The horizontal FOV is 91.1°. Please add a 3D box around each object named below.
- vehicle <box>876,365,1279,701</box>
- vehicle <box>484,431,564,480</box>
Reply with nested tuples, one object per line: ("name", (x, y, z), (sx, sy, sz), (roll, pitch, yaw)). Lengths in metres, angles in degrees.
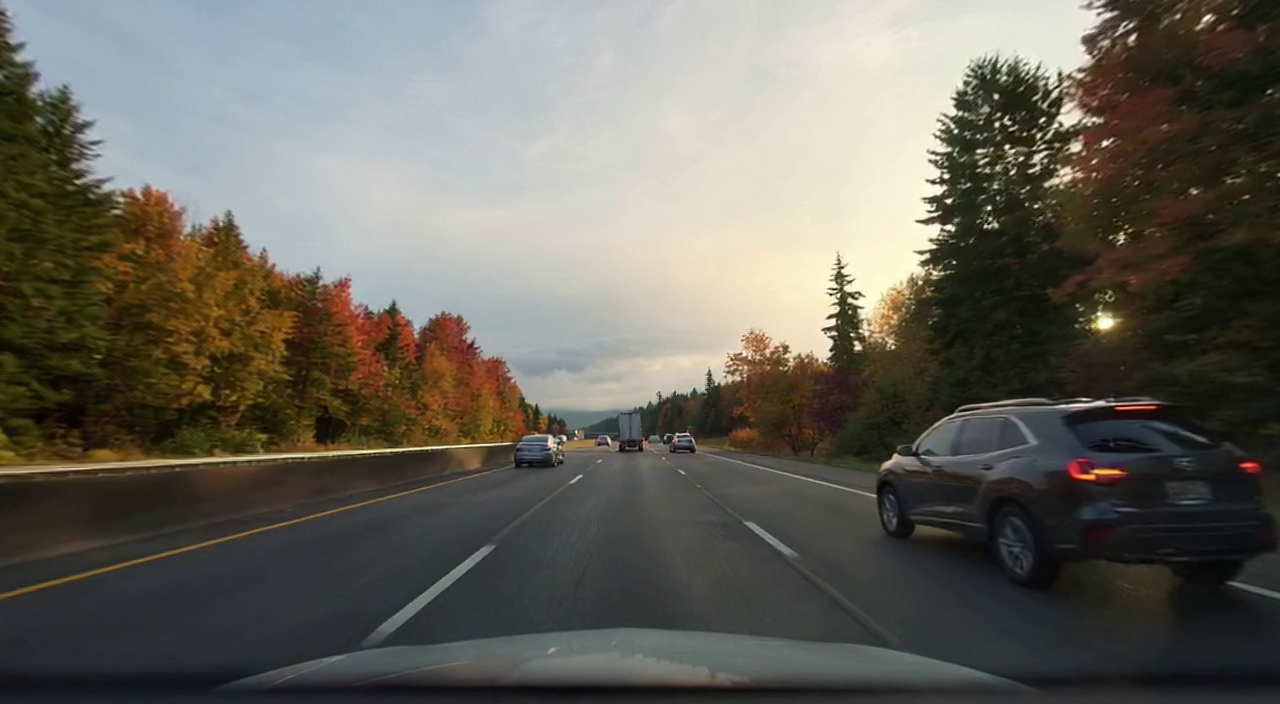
("vehicle", (3.885, 1.192, 5.384), (1.962, 1.680, 4.298), (0, -8, -1))
("vehicle", (-3.840, 3.494, 21.574), (2.027, 1.501, 3.920), (0, -8, 0))
